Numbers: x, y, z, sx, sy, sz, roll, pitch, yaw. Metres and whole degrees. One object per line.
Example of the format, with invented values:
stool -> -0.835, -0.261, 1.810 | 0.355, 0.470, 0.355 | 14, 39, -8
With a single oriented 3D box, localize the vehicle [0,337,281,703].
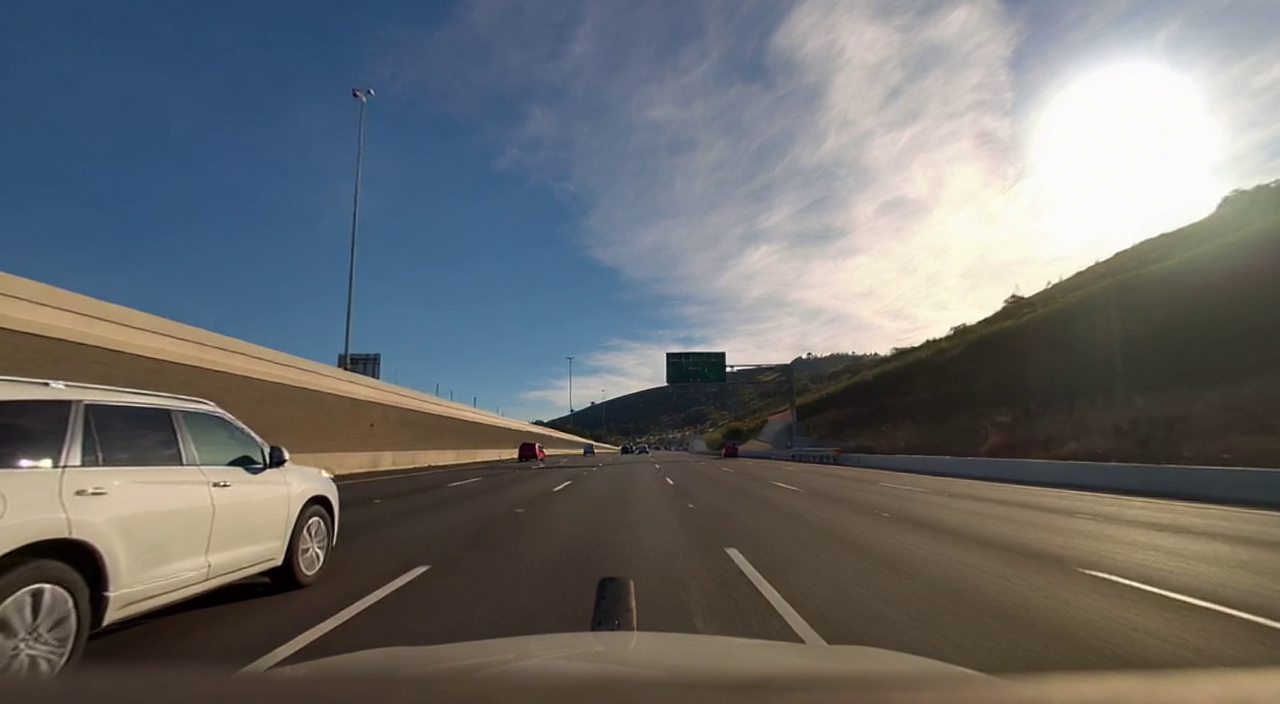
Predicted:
vehicle -> -3.643, 0.756, 2.249 | 2.047, 1.715, 4.689 | 0, -9, -1

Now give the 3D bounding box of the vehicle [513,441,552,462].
vehicle -> -7.931, 7.390, 47.144 | 2.054, 1.474, 4.450 | 0, -9, 1
